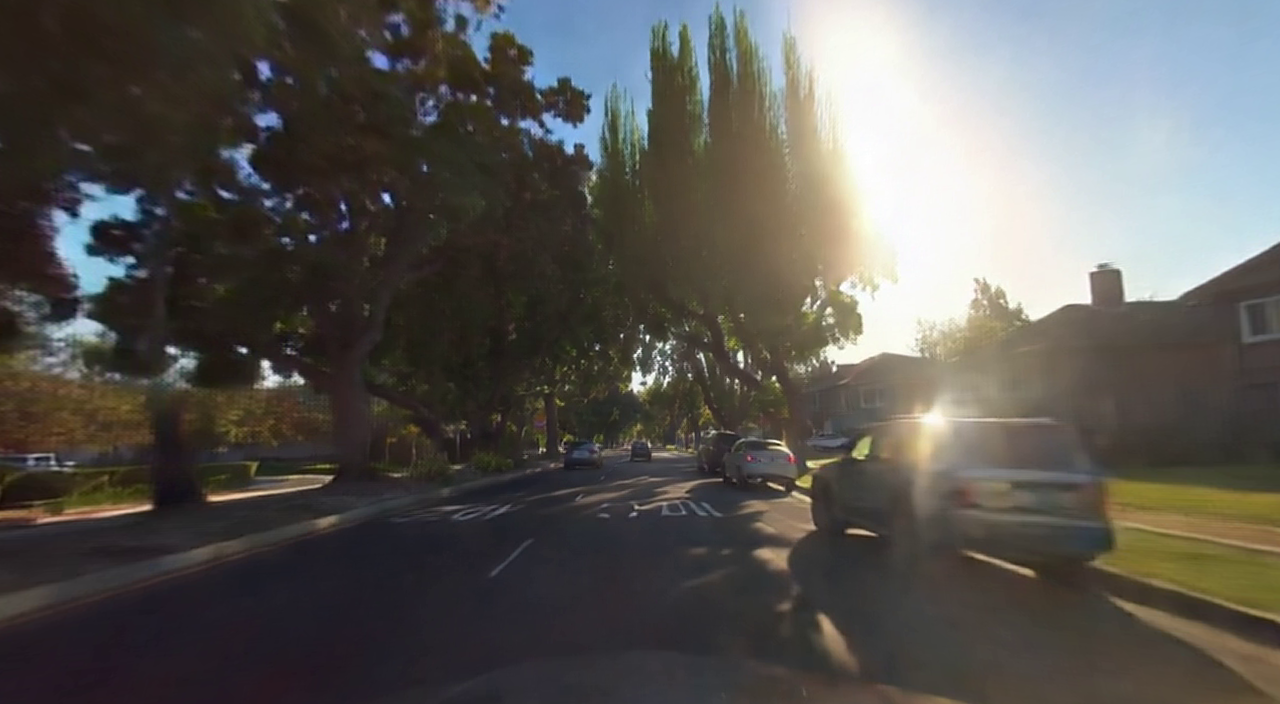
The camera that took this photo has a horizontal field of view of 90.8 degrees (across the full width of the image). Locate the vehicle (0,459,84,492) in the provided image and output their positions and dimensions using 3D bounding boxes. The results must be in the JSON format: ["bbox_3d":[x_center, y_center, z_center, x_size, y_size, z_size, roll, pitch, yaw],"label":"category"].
[{"bbox_3d":[-36.422,7.368,37.945,1.890,1.711,4.456,-1,-8,1],"label":"vehicle"}]

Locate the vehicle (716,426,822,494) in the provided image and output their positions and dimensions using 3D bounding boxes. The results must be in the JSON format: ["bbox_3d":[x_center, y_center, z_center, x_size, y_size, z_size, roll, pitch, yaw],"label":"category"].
[{"bbox_3d":[3.657,3.163,18.866,2.113,1.760,4.432,-1,-8,-1],"label":"vehicle"}]

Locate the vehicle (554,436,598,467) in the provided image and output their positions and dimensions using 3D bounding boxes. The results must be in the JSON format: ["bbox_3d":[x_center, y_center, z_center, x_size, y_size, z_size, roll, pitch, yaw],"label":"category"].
[{"bbox_3d":[-3.678,5.810,37.038,2.129,1.668,4.722,-1,-8,0],"label":"vehicle"}]

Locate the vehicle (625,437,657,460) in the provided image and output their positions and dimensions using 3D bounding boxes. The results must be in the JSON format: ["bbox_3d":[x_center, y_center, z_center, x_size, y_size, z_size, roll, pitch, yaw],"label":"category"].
[{"bbox_3d":[0.097,6.973,45.781,2.142,1.548,4.273,-1,-8,1],"label":"vehicle"}]

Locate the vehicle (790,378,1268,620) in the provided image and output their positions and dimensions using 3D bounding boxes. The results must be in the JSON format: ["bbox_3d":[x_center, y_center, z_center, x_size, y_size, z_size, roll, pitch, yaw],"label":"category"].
[{"bbox_3d":[3.694,1.507,7.579,2.273,1.860,5.077,0,-8,-3],"label":"vehicle"}]
